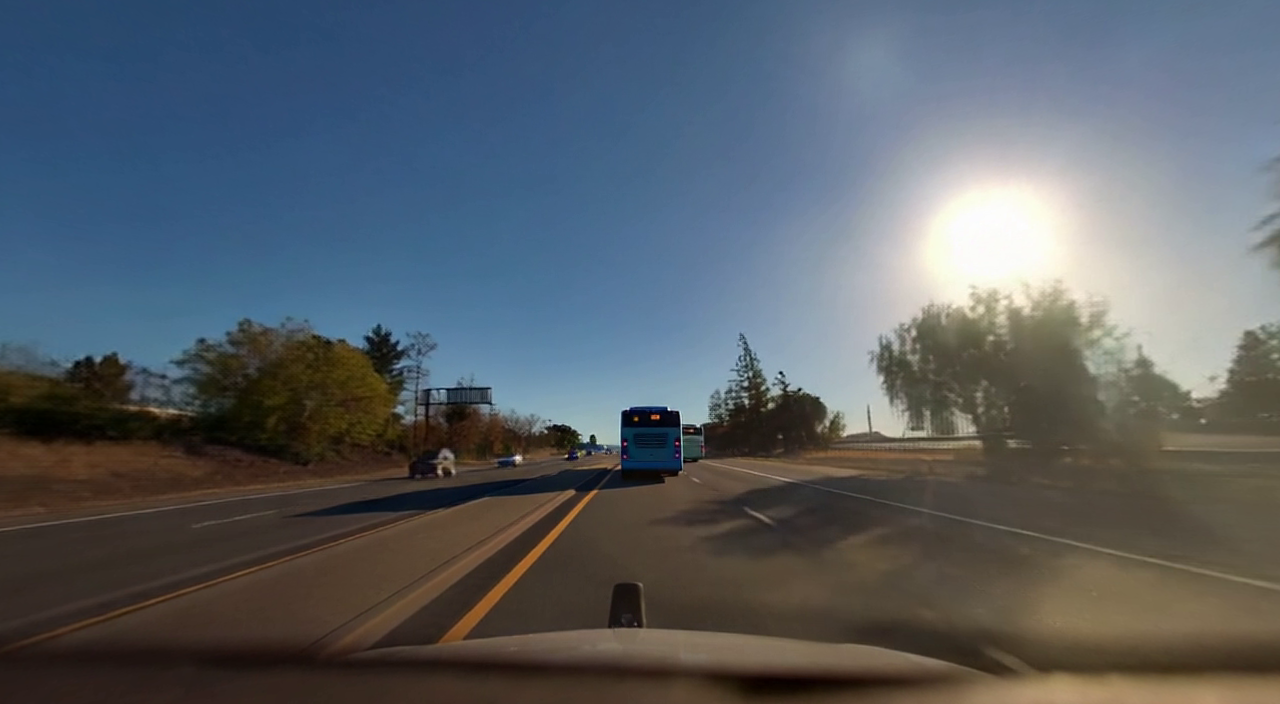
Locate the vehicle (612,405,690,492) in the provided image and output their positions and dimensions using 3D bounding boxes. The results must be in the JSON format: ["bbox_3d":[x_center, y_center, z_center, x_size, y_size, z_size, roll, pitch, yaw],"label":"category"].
[{"bbox_3d":[0.287,3.422,22.344,2.414,2.675,5.574,0,-9,-1],"label":"vehicle"}]

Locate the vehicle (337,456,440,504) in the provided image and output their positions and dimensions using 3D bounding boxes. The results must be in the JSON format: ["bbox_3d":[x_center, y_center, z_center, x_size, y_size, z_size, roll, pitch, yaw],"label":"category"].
[{"bbox_3d":[-9.174,4.683,23.315,1.917,1.523,4.526,-1,-9,1],"label":"vehicle"}]
